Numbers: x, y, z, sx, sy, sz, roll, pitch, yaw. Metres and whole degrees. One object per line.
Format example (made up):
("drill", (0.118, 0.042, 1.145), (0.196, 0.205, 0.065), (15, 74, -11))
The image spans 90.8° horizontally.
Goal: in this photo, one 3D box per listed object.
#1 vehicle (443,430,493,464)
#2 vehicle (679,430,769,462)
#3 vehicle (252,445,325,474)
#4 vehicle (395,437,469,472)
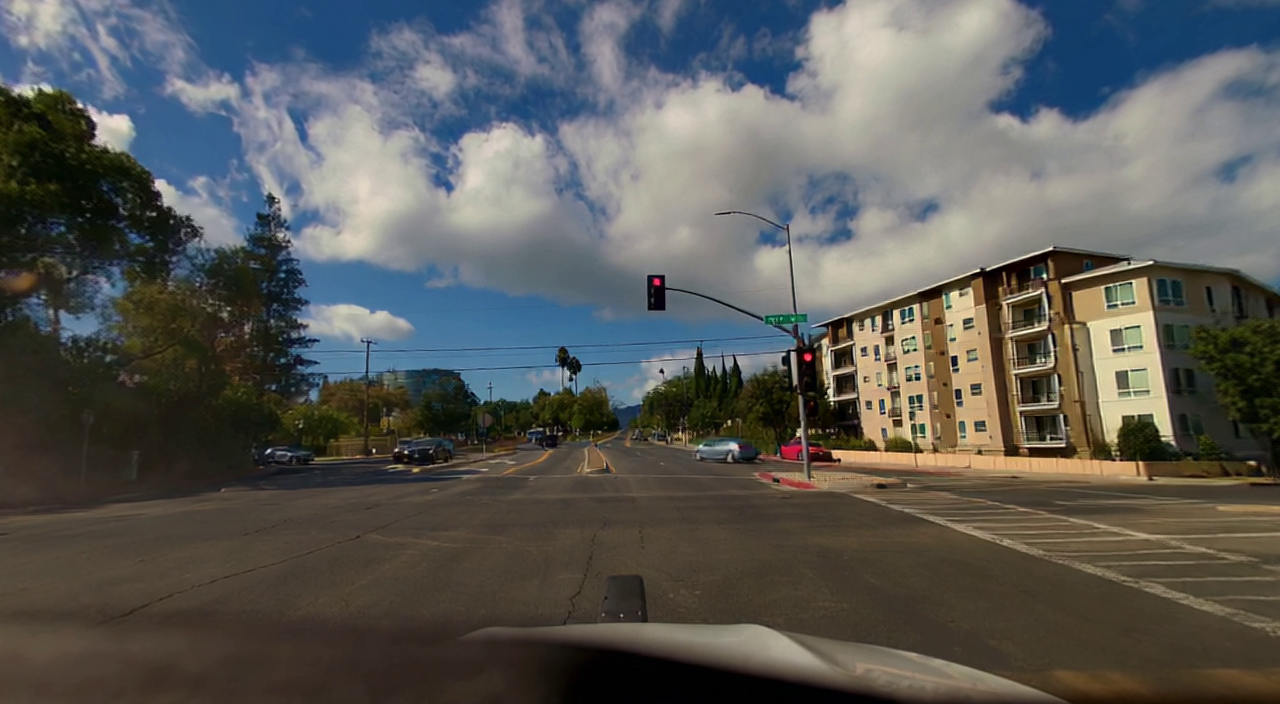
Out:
("vehicle", (-9.780, 5.452, 36.189), (1.910, 1.818, 4.057), (0, -9, -3))
("vehicle", (4.343, 4.980, 33.447), (2.073, 1.571, 4.790), (5, -10, -32))
("vehicle", (-21.088, 6.441, 38.105), (1.981, 1.628, 4.336), (0, -9, -1))
("vehicle", (-9.678, 4.797, 29.777), (2.116, 1.521, 4.294), (0, -9, -1))
